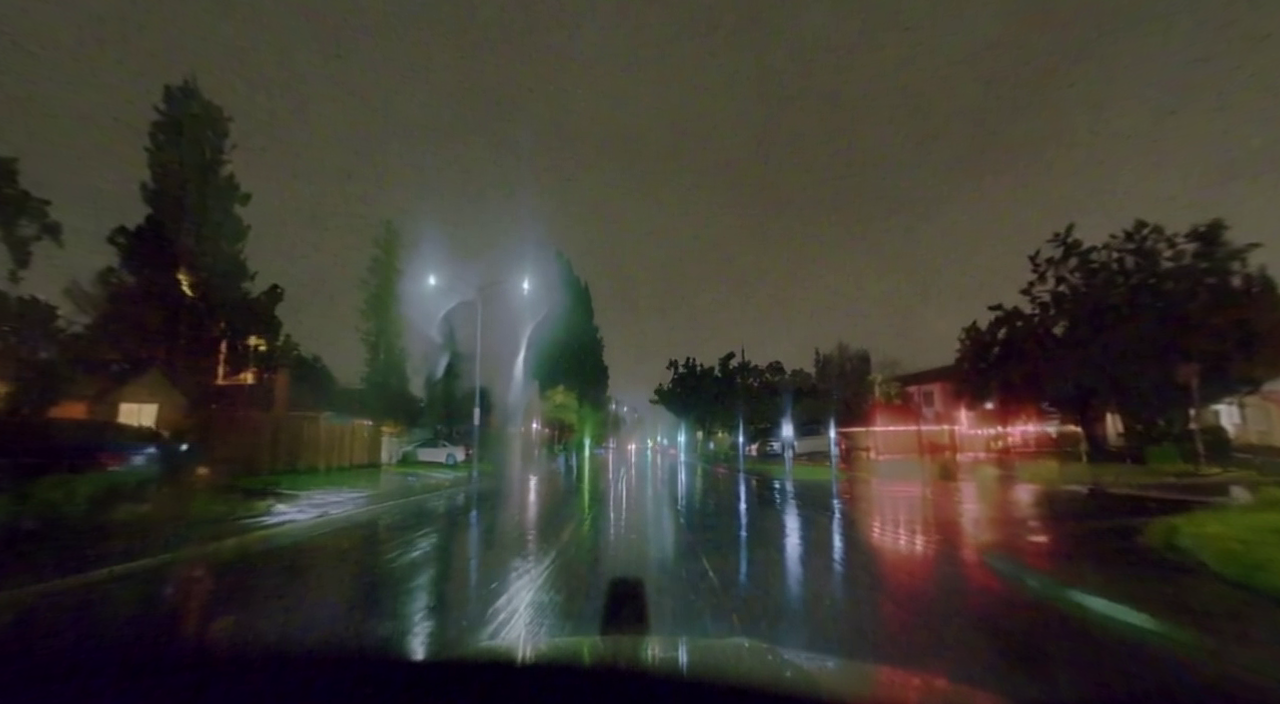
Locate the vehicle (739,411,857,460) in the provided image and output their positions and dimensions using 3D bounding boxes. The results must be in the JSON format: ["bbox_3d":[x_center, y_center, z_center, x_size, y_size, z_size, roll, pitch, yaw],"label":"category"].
[{"bbox_3d":[10.773,5.775,43.514,7.362,3.227,2.674,0,-9,-2],"label":"vehicle"}]

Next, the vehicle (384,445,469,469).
[{"bbox_3d":[-13.772,6.802,40.845,4.764,1.514,1.912,0,-9,-1],"label":"vehicle"}]

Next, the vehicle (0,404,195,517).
[{"bbox_3d":[-13.052,2.145,12.776,5.946,2.048,2.595,1,-9,-3],"label":"vehicle"}]
